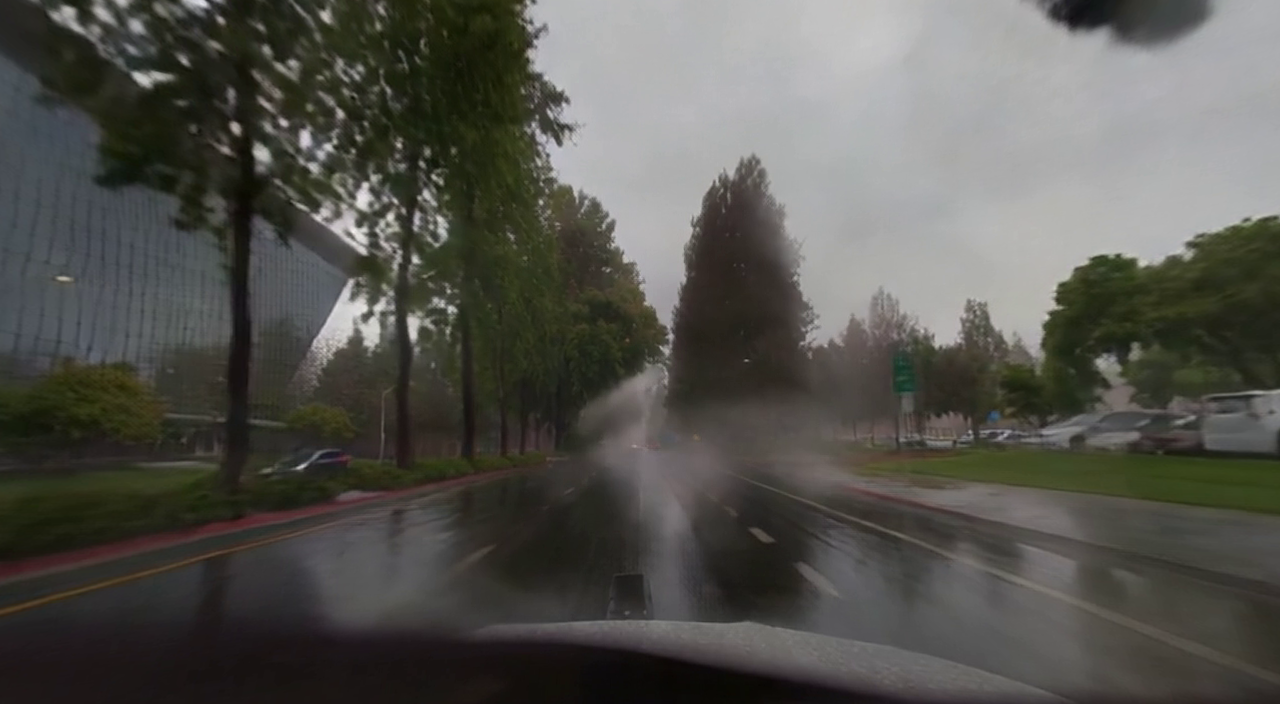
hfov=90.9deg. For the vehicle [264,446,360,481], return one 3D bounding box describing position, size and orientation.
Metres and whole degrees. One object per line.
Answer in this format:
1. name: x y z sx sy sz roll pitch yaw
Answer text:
1. vehicle: -15.522 5.256 30.167 1.982 1.504 4.683 0 -8 1
